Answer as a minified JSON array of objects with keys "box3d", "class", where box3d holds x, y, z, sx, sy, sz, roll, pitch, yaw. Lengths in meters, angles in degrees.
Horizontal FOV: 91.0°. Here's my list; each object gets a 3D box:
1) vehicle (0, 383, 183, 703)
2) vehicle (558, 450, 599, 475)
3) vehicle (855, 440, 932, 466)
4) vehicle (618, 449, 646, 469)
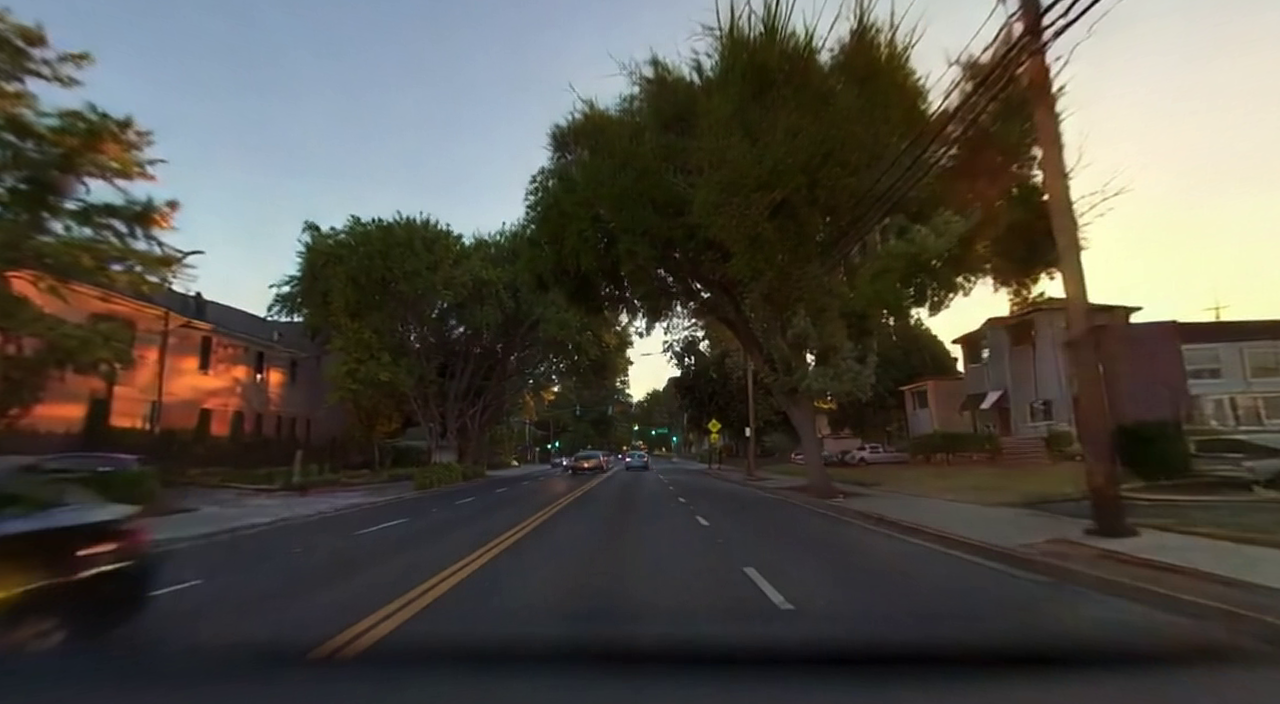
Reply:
[{"box3d":[-3.525,0.742,1.136,2.017,1.634,4.479,0,-9,0],"class":"vehicle"},{"box3d":[-3.781,6.877,39.442,2.030,1.490,4.427,0,-9,1],"class":"vehicle"},{"box3d":[18.201,7.270,45.370,4.633,1.823,1.953,0,-9,-1],"class":"vehicle"},{"box3d":[-0.614,8.342,49.367,2.093,1.497,4.010,0,-9,-1],"class":"vehicle"}]
